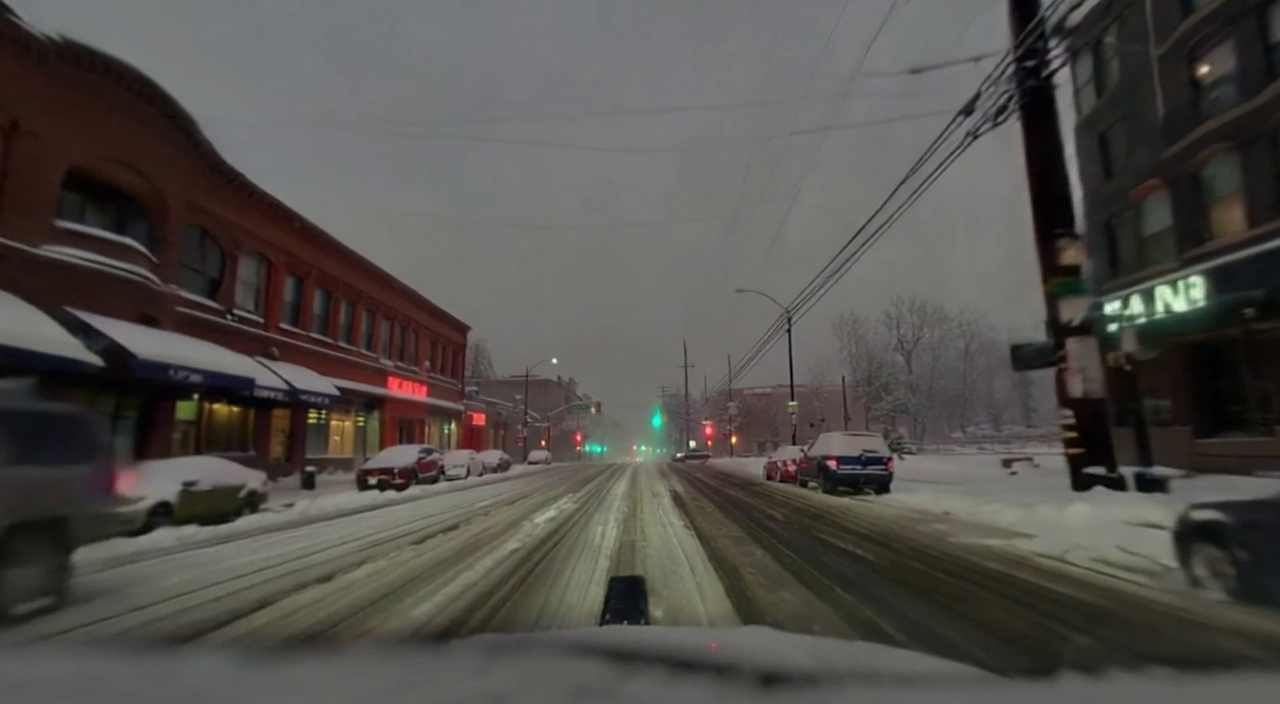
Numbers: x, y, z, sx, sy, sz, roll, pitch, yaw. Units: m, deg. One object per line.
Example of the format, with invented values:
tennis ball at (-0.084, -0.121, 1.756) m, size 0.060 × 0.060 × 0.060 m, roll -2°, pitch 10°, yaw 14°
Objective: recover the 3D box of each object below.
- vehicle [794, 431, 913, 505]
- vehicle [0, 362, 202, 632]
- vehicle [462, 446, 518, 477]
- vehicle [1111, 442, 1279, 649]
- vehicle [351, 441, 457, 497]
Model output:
vehicle at (6.016, 3.296, 18.409) m, size 1.922 × 1.871 × 4.477 m, roll 0°, pitch -8°, yaw 1°
vehicle at (-5.759, 0.976, 4.025) m, size 2.203 × 1.937 × 5.133 m, roll 0°, pitch -8°, yaw 0°
vehicle at (-8.626, 6.311, 36.675) m, size 1.961 × 1.627 × 4.634 m, roll -1°, pitch -8°, yaw 2°
vehicle at (5.626, 1.262, 3.687) m, size 2.032 × 1.466 × 4.660 m, roll 0°, pitch -8°, yaw -2°
vehicle at (-8.762, 4.341, 23.959) m, size 2.140 × 1.861 × 4.801 m, roll -1°, pitch -8°, yaw 1°
